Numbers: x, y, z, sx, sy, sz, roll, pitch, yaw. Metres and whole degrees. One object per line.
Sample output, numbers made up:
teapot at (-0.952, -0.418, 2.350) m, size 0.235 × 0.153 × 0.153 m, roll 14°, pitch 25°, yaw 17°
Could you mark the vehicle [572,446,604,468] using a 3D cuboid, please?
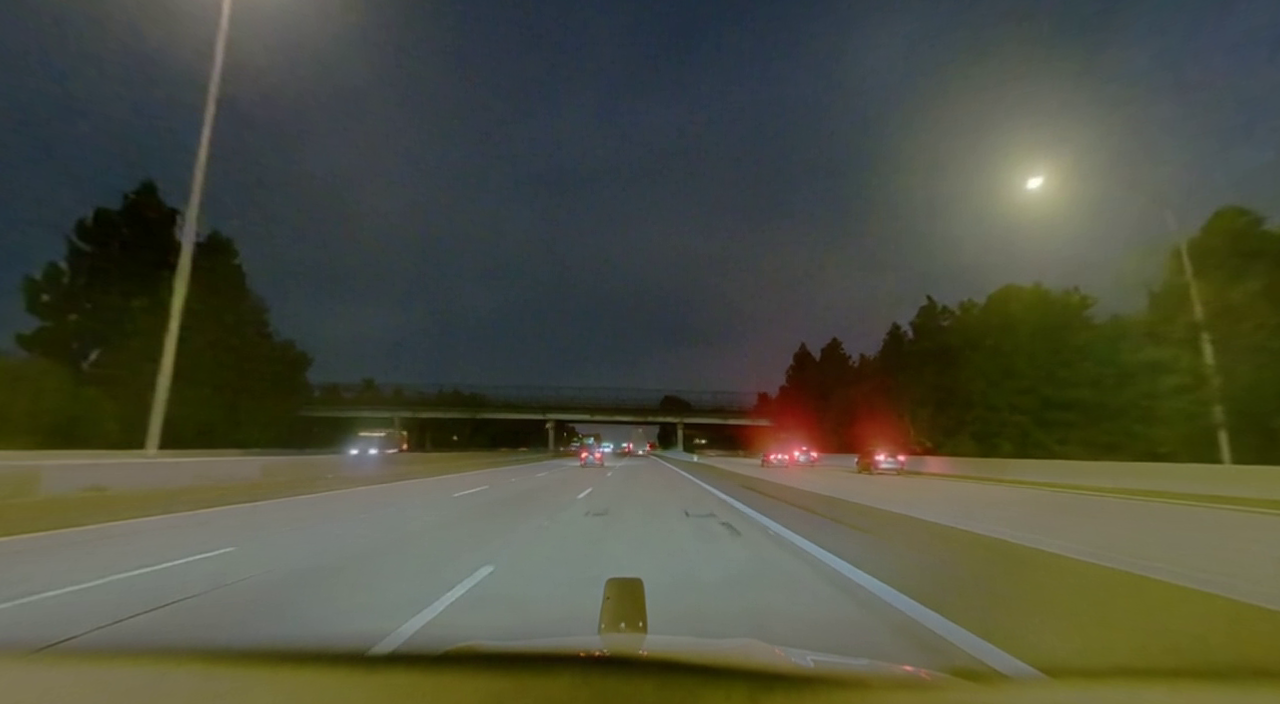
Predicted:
vehicle at (-3.863, 7.901, 47.711) m, size 2.070 × 1.564 × 4.145 m, roll 0°, pitch -9°, yaw 0°
